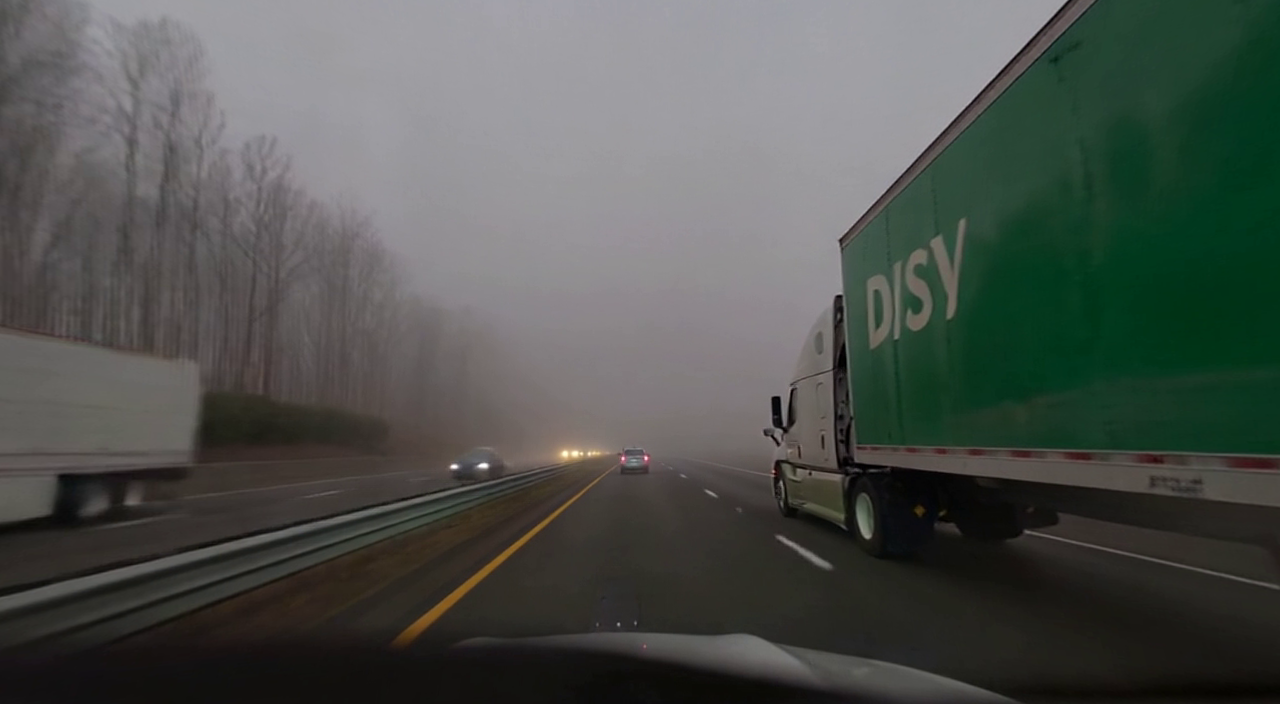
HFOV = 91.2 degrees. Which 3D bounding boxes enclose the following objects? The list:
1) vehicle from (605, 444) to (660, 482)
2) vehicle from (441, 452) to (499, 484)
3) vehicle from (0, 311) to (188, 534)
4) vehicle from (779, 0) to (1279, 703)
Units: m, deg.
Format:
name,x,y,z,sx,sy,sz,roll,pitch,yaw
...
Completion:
name,x,y,z,sx,sy,sz,roll,pitch,yaw
vehicle,-0.322,4.850,27.547,2.244,1.506,4.097,0,-9,-1
vehicle,-8.381,5.733,31.258,1.811,1.474,3.931,-1,-9,0
vehicle,-13.245,0.951,9.306,2.948,4.058,13.770,-1,-9,-1
vehicle,4.464,-0.056,4.884,3.317,4.020,14.141,0,-9,-1
